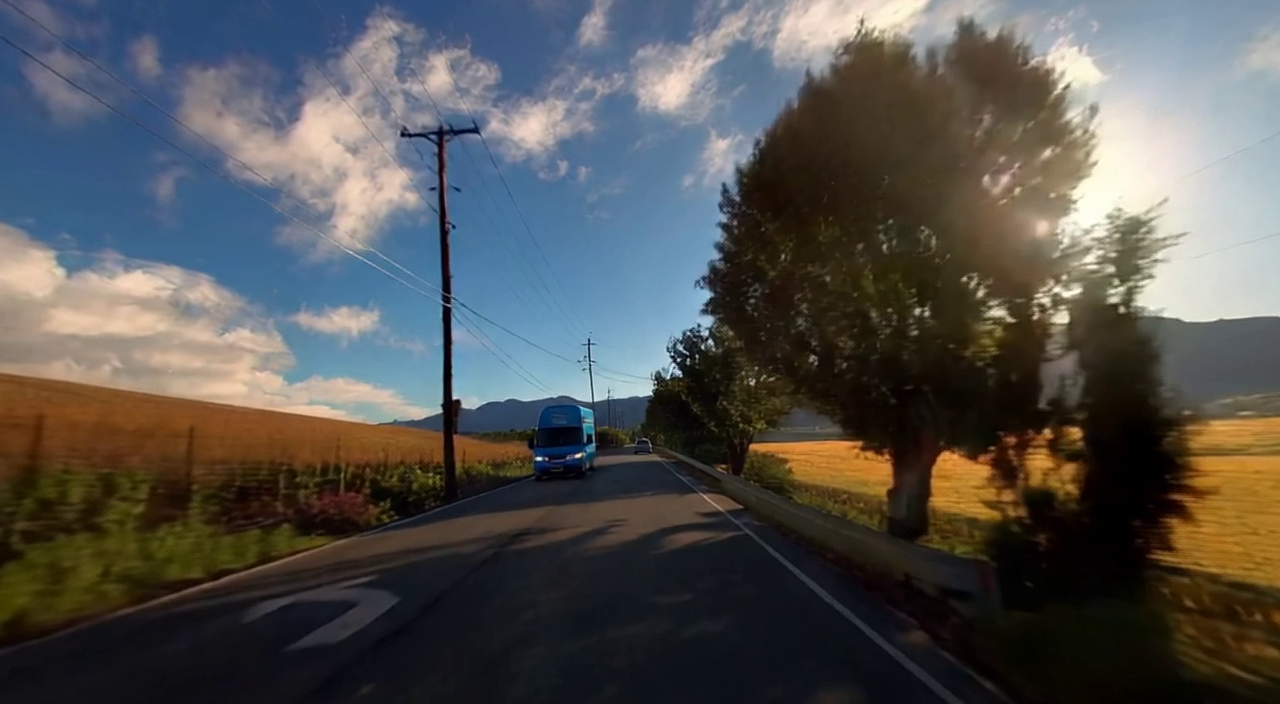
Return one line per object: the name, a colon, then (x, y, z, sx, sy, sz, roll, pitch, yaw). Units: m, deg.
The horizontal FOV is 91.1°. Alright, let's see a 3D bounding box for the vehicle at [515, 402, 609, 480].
vehicle: (-3.437, 4.275, 29.972, 3.183, 3.230, 7.566, 0, -9, 2)
